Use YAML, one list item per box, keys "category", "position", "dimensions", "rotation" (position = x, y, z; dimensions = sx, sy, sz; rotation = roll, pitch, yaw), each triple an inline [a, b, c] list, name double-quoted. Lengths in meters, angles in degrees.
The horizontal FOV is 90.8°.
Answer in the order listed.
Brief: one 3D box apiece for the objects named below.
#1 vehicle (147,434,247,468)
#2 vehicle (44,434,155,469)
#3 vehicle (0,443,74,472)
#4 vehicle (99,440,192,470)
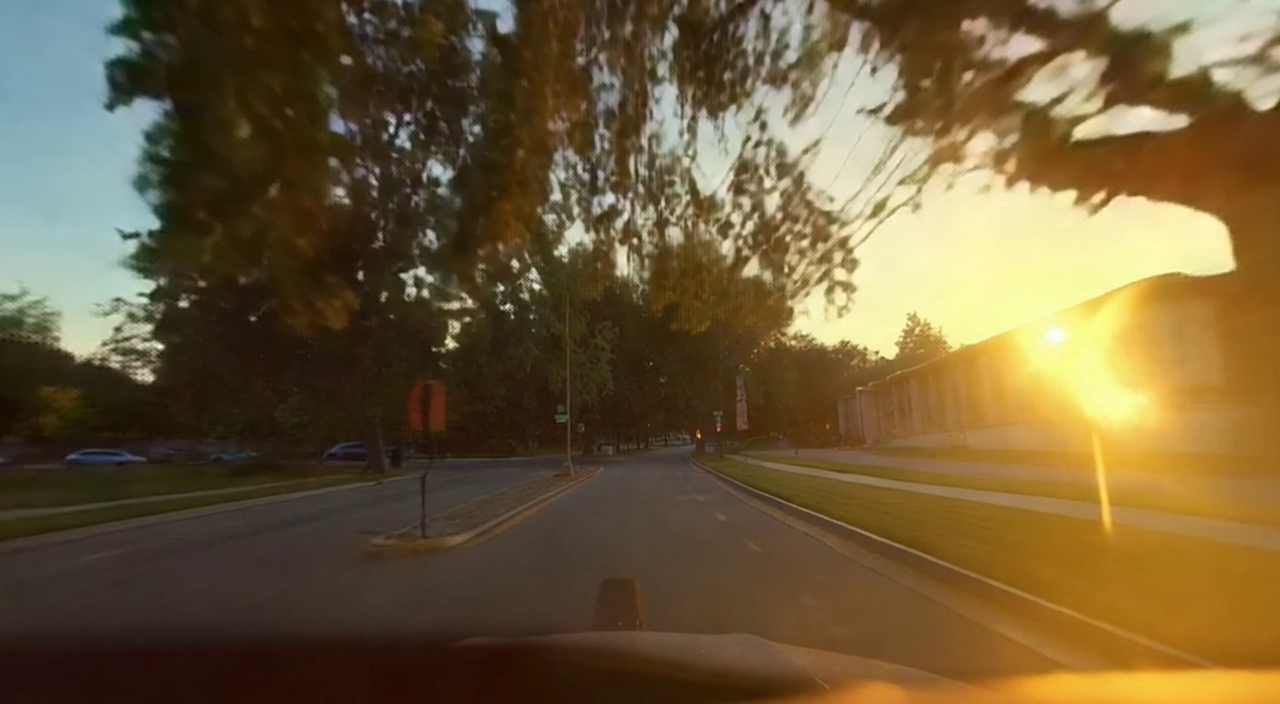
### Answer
- category: "vehicle"
  position: [-23.807, 5.403, 34.183]
  dimensions: [1.850, 1.662, 4.580]
  rotation: [1, -10, 3]
- category: "vehicle"
  position: [-28.869, 5.319, 33.970]
  dimensions: [1.977, 1.701, 4.396]
  rotation: [1, -8, 0]
- category: "vehicle"
  position: [-34.062, 5.755, 34.659]
  dimensions: [1.785, 1.493, 4.343]
  rotation: [0, -8, 3]
- category: "vehicle"
  position: [-26.473, 5.492, 34.013]
  dimensions: [1.641, 1.505, 4.016]
  rotation: [-1, -8, 2]
